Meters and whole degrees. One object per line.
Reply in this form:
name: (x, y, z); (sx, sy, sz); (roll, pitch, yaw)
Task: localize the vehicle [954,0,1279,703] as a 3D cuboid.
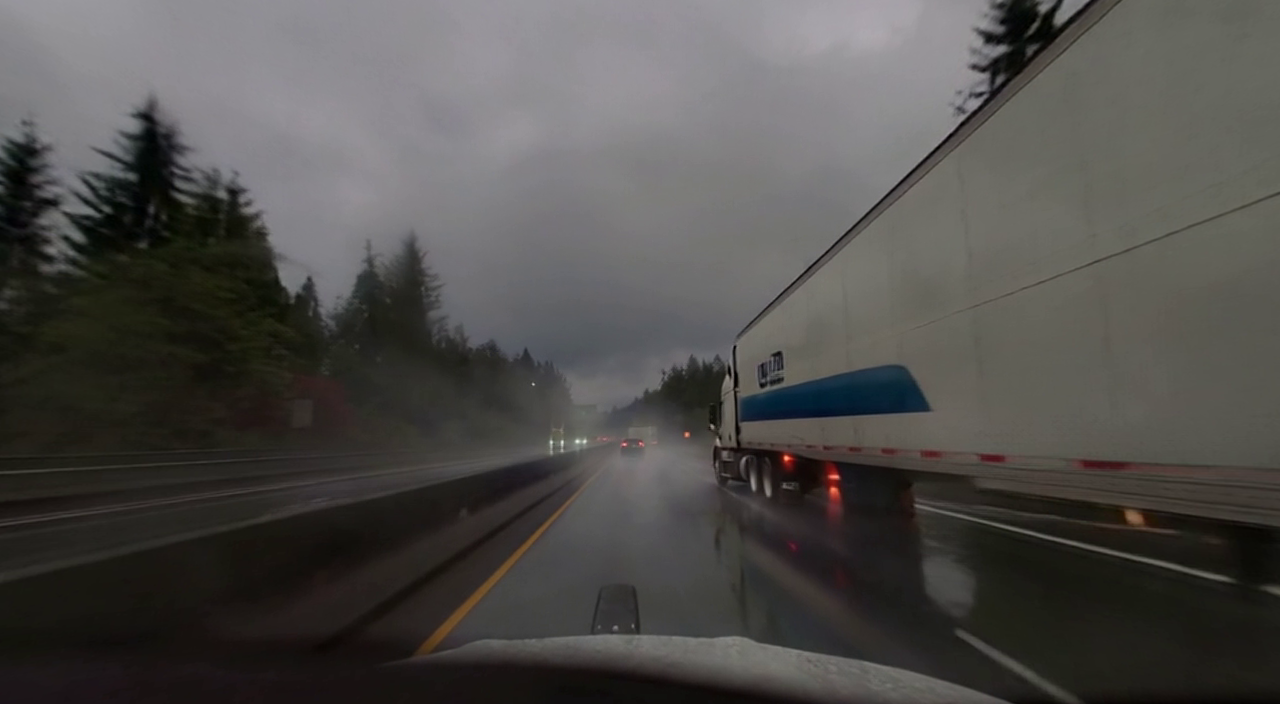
vehicle: (4.018, -0.587, 0.477); (3.006, 3.850, 8.310); (0, -8, -1)
